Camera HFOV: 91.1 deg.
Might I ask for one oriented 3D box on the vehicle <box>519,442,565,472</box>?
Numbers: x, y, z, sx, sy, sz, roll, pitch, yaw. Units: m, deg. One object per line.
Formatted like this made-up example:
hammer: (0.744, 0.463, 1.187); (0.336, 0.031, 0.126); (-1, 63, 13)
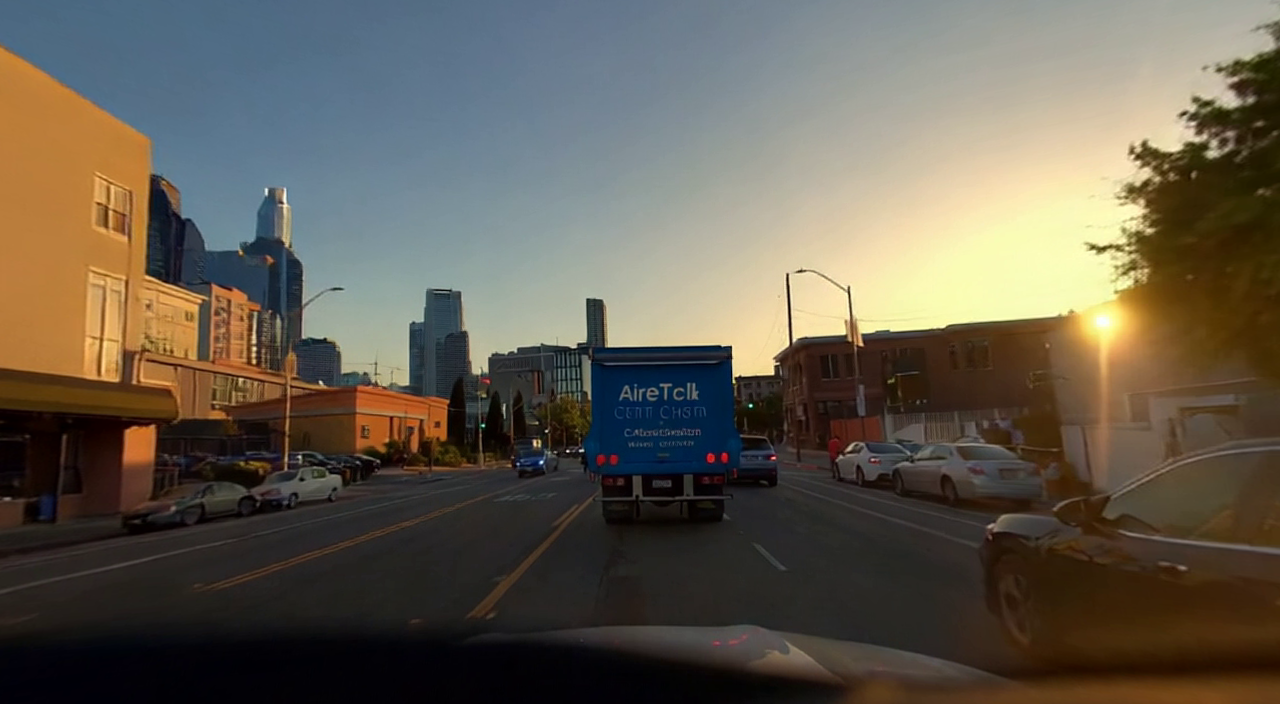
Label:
vehicle: (-5.993, 6.462, 38.806); (2.046, 1.711, 4.320); (0, -9, 1)

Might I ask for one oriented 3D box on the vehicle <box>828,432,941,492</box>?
vehicle: (7.586, 3.442, 19.996); (1.946, 1.680, 4.270); (0, -9, 1)

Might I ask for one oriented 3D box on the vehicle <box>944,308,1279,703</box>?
vehicle: (3.406, 0.785, 2.577); (2.104, 1.786, 4.498); (0, -9, 1)

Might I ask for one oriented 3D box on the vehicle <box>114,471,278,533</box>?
vehicle: (-13.488, 4.540, 19.497); (1.901, 1.508, 4.405); (0, -9, -1)

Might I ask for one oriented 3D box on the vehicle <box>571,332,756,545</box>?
vehicle: (0.221, 1.631, 11.787); (2.517, 2.926, 6.177); (0, -9, -2)

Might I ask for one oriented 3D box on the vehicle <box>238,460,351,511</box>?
vehicle: (-13.383, 5.151, 24.684); (1.943, 1.682, 4.365); (0, -9, 0)
